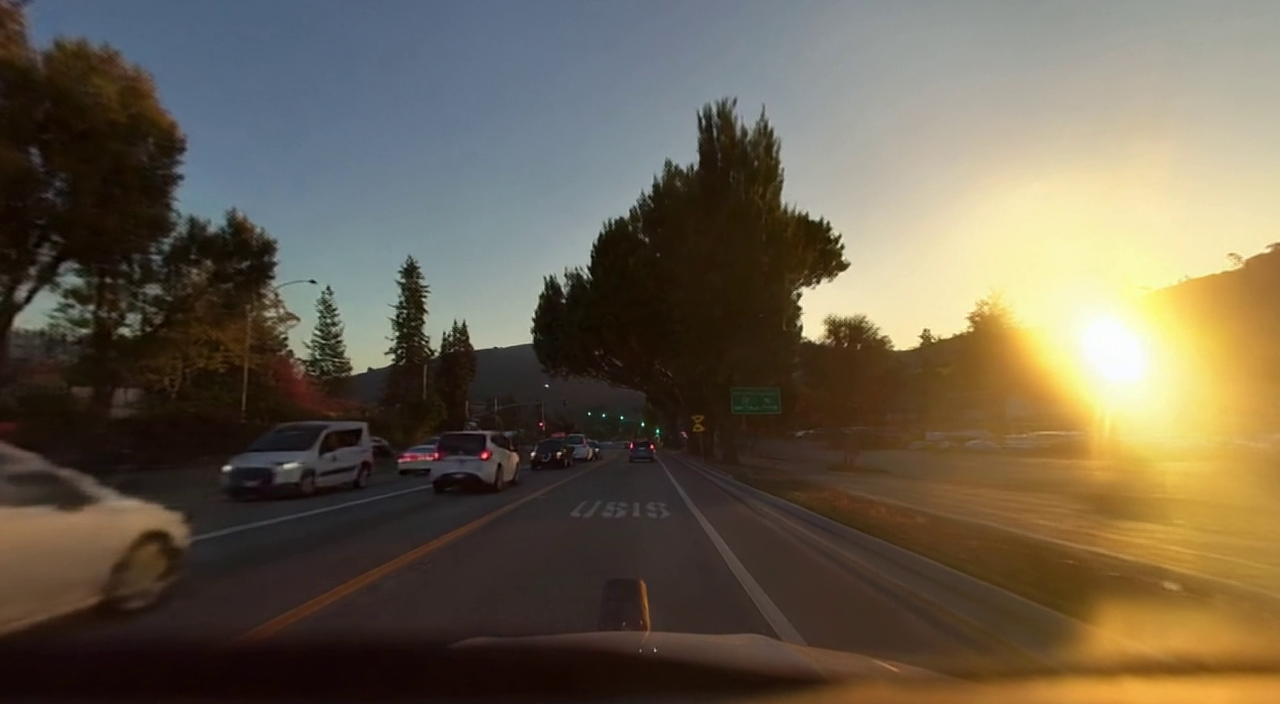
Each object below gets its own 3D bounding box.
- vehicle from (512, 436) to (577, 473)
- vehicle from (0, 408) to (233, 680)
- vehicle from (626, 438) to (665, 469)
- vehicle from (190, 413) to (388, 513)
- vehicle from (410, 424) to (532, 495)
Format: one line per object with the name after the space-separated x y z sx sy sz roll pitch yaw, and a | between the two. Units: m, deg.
-4.118 4.517 27.928 2.121 1.485 4.363 0 -8 1 | vehicle
-4.561 1.048 3.381 2.068 1.480 4.039 0 -8 0 | vehicle
0.269 5.165 32.219 1.875 1.453 3.888 0 -8 0 | vehicle
-7.995 2.519 14.978 2.062 1.820 4.577 -5 -7 1 | vehicle
-4.505 2.947 17.635 2.042 1.713 4.493 -1 -8 2 | vehicle
